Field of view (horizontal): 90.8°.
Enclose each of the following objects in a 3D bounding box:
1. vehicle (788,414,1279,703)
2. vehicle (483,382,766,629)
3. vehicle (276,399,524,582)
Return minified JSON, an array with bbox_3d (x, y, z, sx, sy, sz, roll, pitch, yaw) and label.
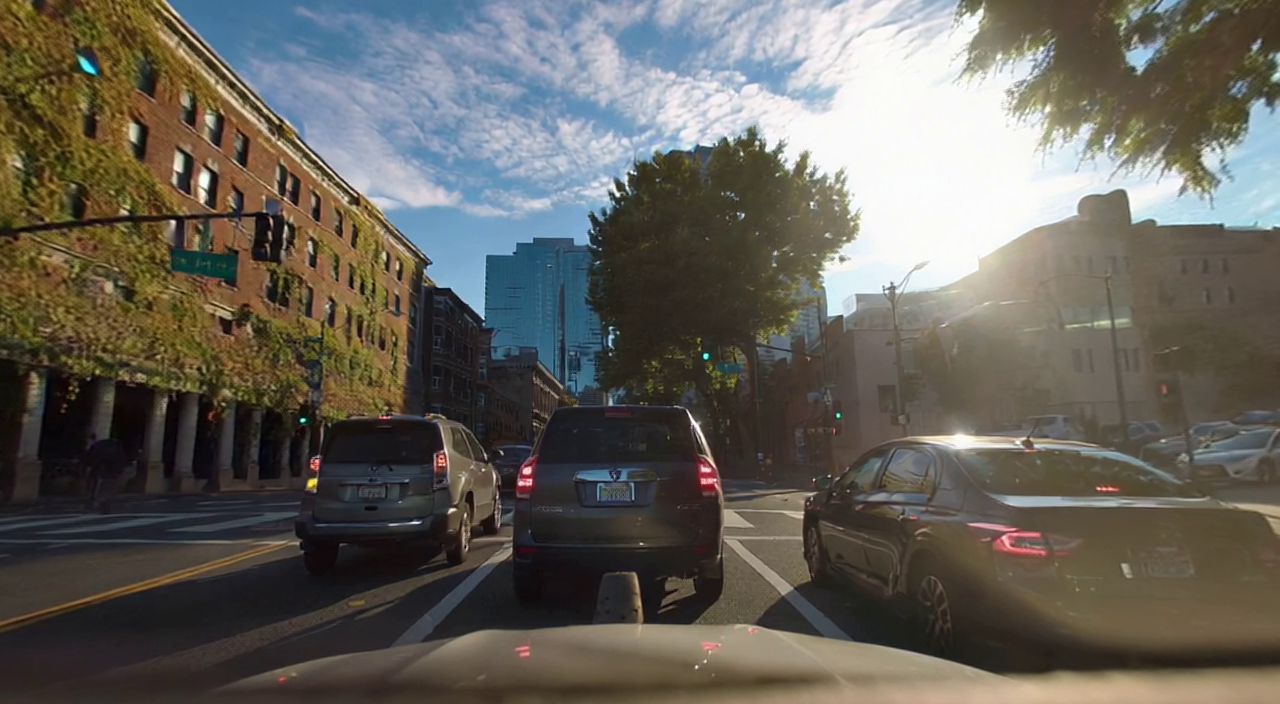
[{"bbox_3d":[2.589,1.308,4.797,1.852,1.462,4.155,0,-8,-1],"label":"vehicle"},{"bbox_3d":[-0.111,1.482,7.079,2.105,1.842,4.537,0,-8,0],"label":"vehicle"},{"bbox_3d":[-2.796,1.702,8.530,1.855,1.812,4.244,0,-8,-3],"label":"vehicle"}]
